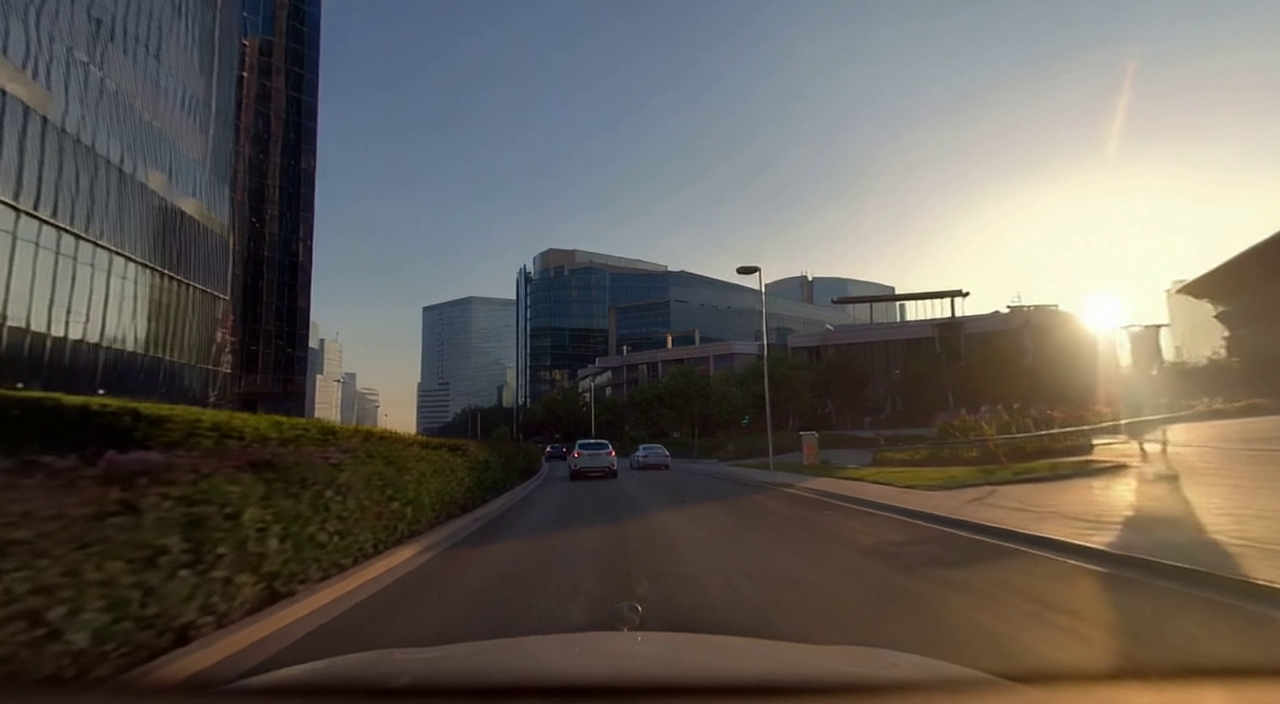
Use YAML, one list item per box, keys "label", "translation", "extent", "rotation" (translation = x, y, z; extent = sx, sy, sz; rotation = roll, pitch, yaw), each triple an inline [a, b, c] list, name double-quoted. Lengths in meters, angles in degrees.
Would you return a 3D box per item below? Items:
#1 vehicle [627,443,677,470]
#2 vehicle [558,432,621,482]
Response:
- label: "vehicle"
  translation: [0.653, 6.205, 37.692]
  extent: [2.116, 1.506, 4.355]
  rotation: [2, -9, -10]
- label: "vehicle"
  translation: [-1.977, 4.033, 24.442]
  extent: [2.173, 1.761, 4.374]
  rotation: [1, -9, -5]
